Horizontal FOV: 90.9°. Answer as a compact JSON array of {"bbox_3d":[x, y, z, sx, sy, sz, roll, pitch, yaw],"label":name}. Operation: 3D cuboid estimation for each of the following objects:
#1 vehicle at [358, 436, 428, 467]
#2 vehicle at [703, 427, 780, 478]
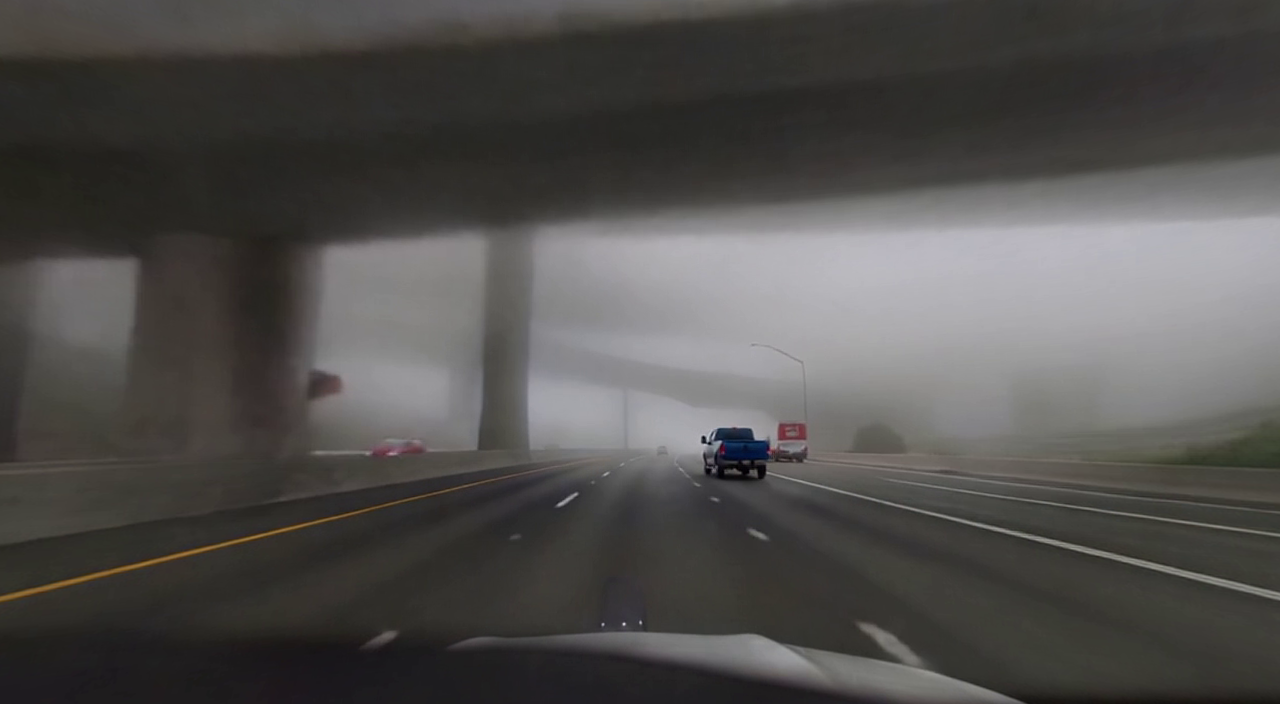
[{"bbox_3d":[-14.768,5.993,38.043,2.079,1.715,4.875,0,-9,2],"label":"vehicle"},{"bbox_3d":[4.386,4.500,28.372,2.505,2.020,5.532,0,-9,0],"label":"vehicle"}]
